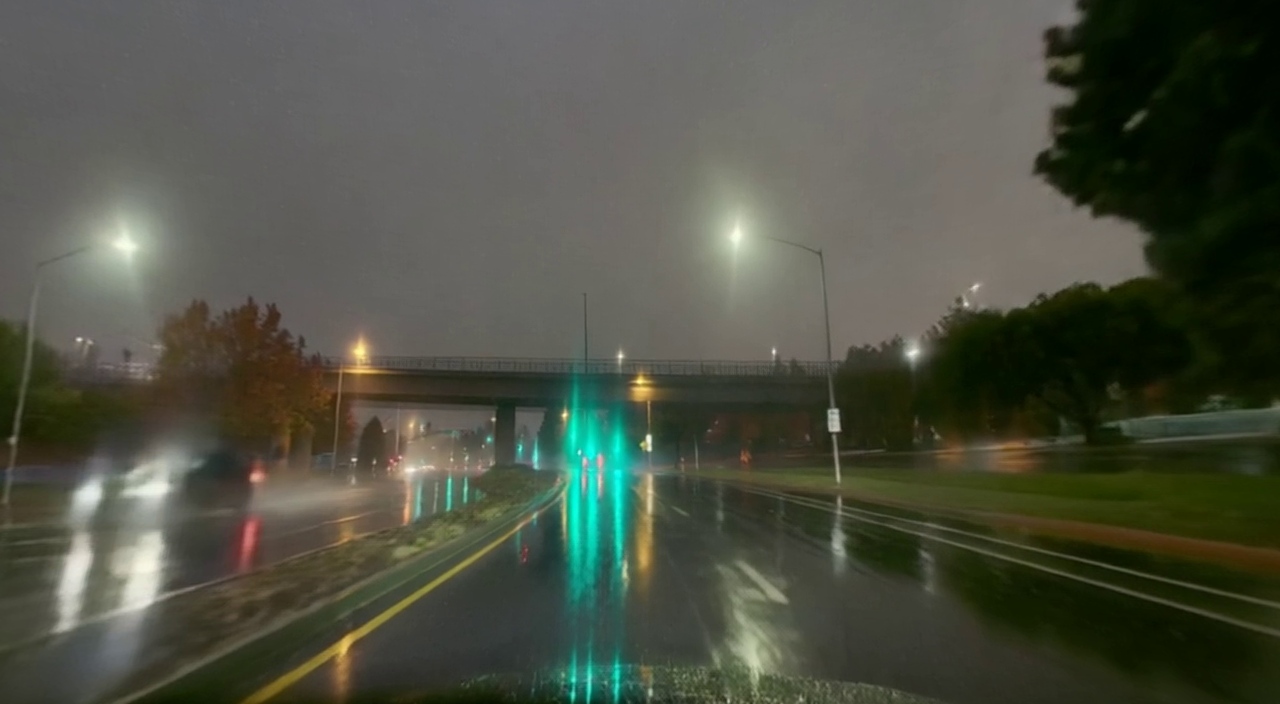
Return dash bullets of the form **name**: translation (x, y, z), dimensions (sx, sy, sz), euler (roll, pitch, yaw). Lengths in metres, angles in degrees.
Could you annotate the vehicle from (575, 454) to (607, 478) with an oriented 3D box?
- **vehicle**: translation (-3.860, 8.851, 49.204), dimensions (2.184, 1.713, 4.231), euler (1, -9, -9)
